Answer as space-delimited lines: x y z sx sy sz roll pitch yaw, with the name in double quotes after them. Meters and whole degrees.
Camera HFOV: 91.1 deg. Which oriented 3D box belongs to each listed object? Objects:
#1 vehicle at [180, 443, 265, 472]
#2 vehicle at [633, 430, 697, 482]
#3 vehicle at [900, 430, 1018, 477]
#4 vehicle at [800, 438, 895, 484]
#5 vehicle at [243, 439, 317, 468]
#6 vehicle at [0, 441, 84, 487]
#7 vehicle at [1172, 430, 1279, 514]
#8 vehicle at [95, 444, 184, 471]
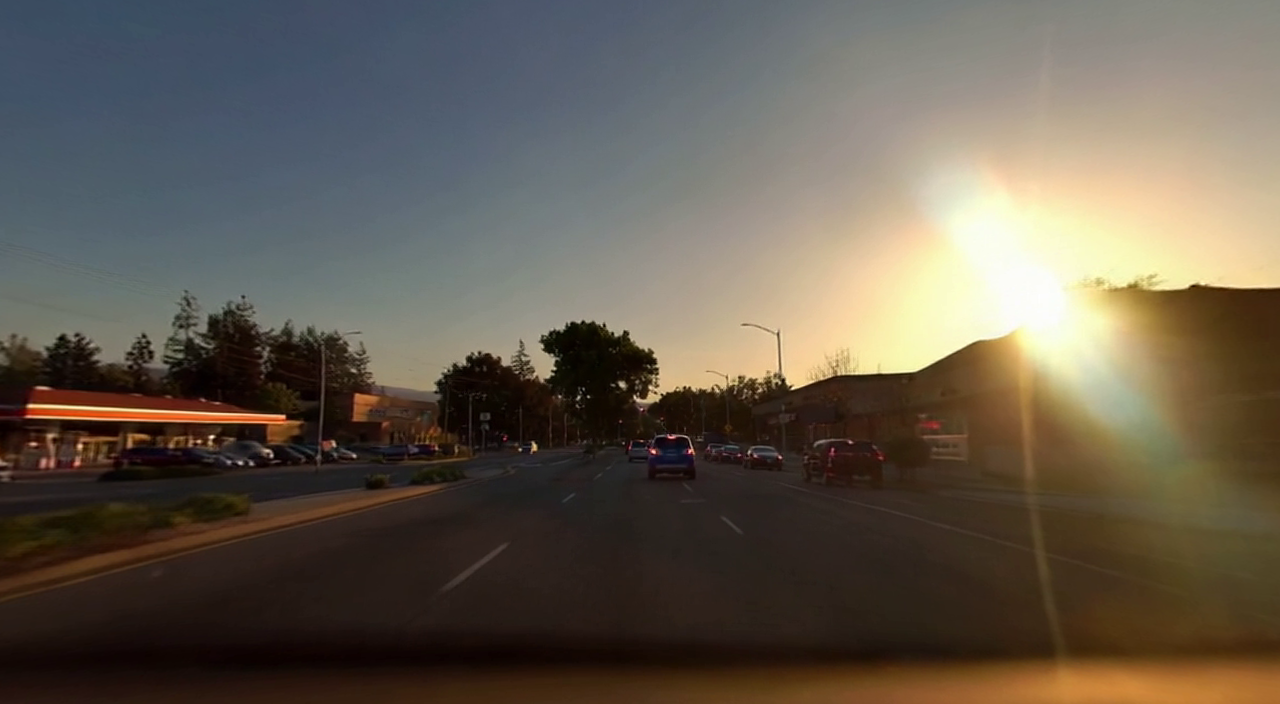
-26.245 6.626 39.686 1.922 1.755 4.511 -1 -8 6 "vehicle"
0.955 4.122 25.245 2.317 1.857 5.150 0 -8 1 "vehicle"
12.706 4.083 25.425 2.019 1.711 4.862 0 -8 -3 "vehicle"
7.362 3.900 22.848 1.818 1.459 4.806 0 -8 0 "vehicle"
-25.734 7.270 45.107 2.086 1.967 5.297 0 -8 1 "vehicle"
-25.937 4.598 25.909 2.044 1.695 4.619 -1 -7 -5 "vehicle"
14.060 2.288 12.689 4.620 1.464 2.102 -3 -8 0 "vehicle"
-31.591 6.645 39.811 1.920 1.446 4.448 -3 -8 1 "vehicle"
